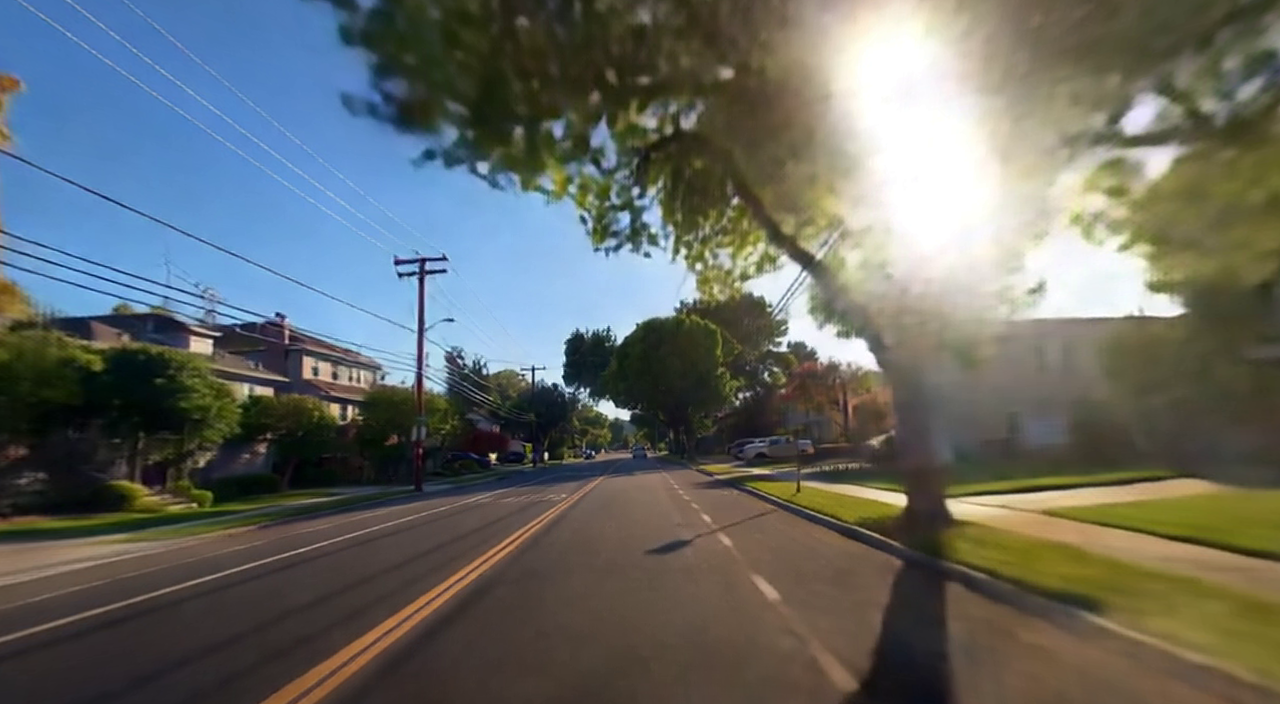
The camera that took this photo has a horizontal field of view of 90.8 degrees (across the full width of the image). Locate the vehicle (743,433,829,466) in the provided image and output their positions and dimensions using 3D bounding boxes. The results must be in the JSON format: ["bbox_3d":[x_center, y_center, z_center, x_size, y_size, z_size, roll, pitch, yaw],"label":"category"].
[{"bbox_3d":[8.948,6.012,38.987,4.747,1.942,2.158,0,-9,0],"label":"vehicle"}]
